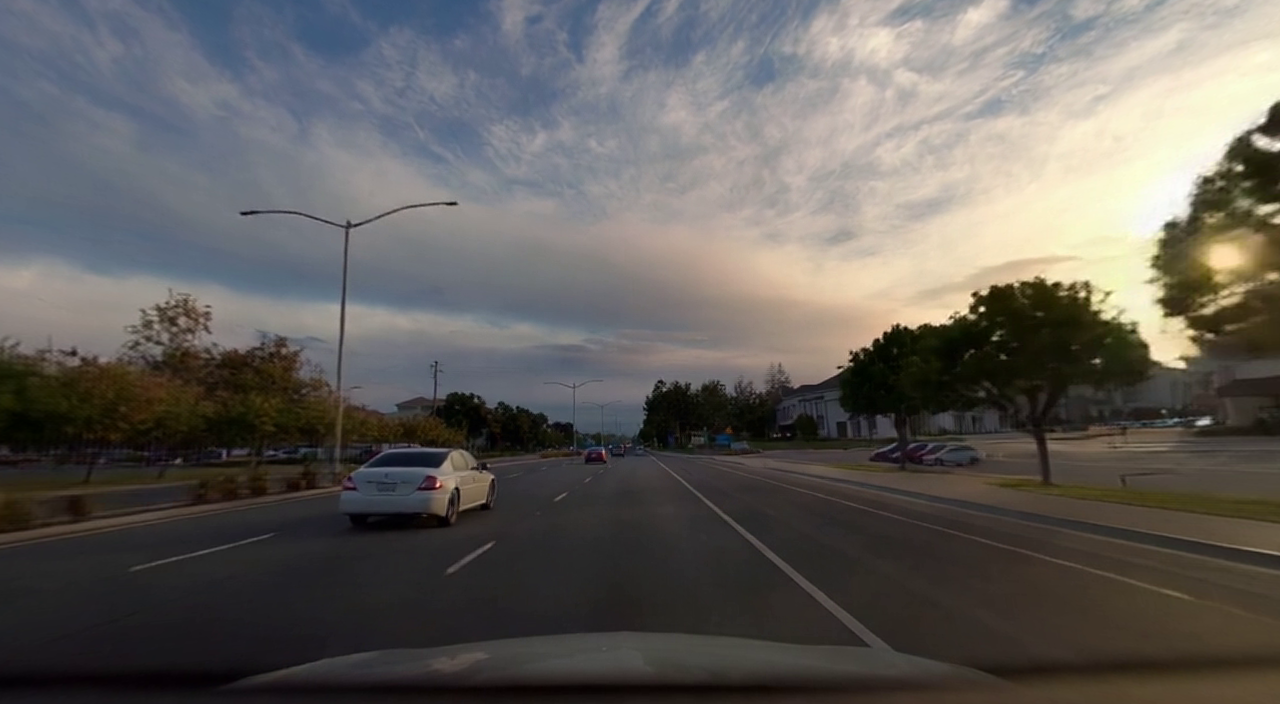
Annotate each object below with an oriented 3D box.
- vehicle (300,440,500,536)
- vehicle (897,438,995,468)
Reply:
[{"bbox_3d":[-4.176,2.421,11.941,2.003,1.454,4.484,0,-9,0],"label":"vehicle"},{"bbox_3d":[16.117,5.329,33.408,4.197,1.466,1.930,0,-9,-2],"label":"vehicle"}]
